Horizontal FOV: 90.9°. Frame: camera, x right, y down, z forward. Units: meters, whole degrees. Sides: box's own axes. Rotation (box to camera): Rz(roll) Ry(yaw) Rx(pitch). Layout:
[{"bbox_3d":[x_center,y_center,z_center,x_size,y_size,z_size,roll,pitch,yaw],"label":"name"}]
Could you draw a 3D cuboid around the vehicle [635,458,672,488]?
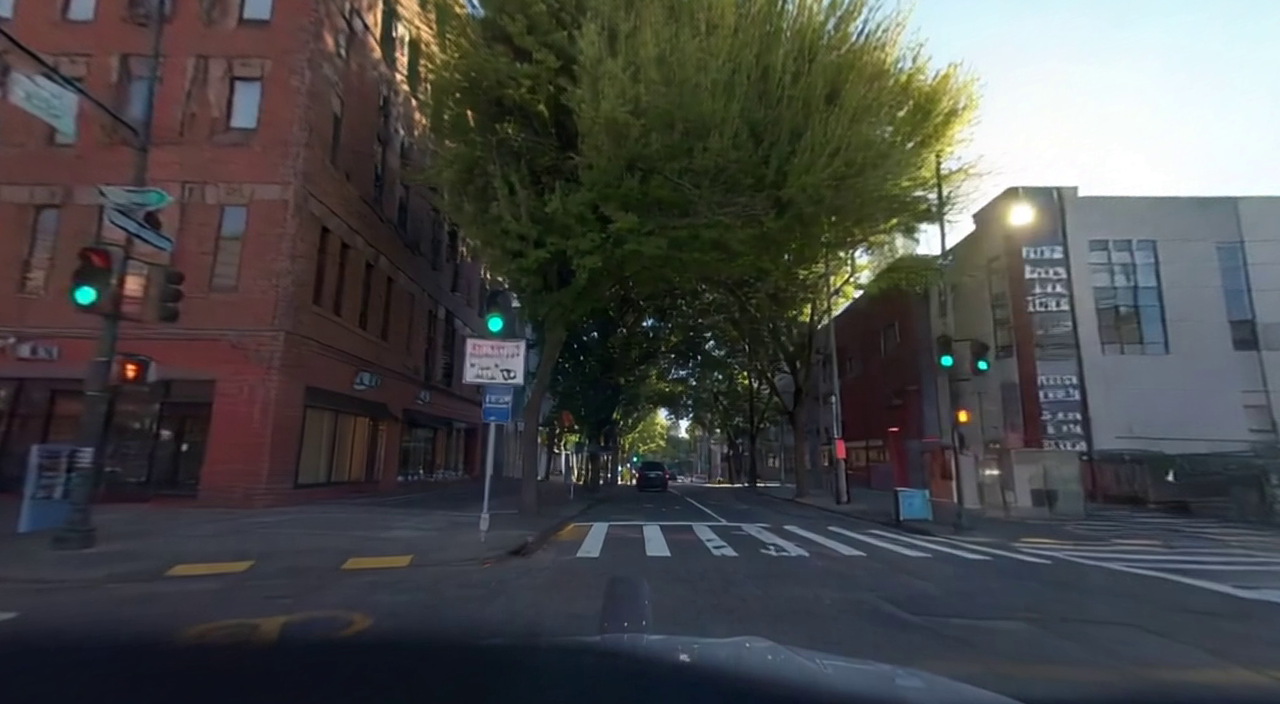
[{"bbox_3d":[0.770,7.081,37.113,2.079,1.621,3.861,0,-9,0],"label":"vehicle"}]
